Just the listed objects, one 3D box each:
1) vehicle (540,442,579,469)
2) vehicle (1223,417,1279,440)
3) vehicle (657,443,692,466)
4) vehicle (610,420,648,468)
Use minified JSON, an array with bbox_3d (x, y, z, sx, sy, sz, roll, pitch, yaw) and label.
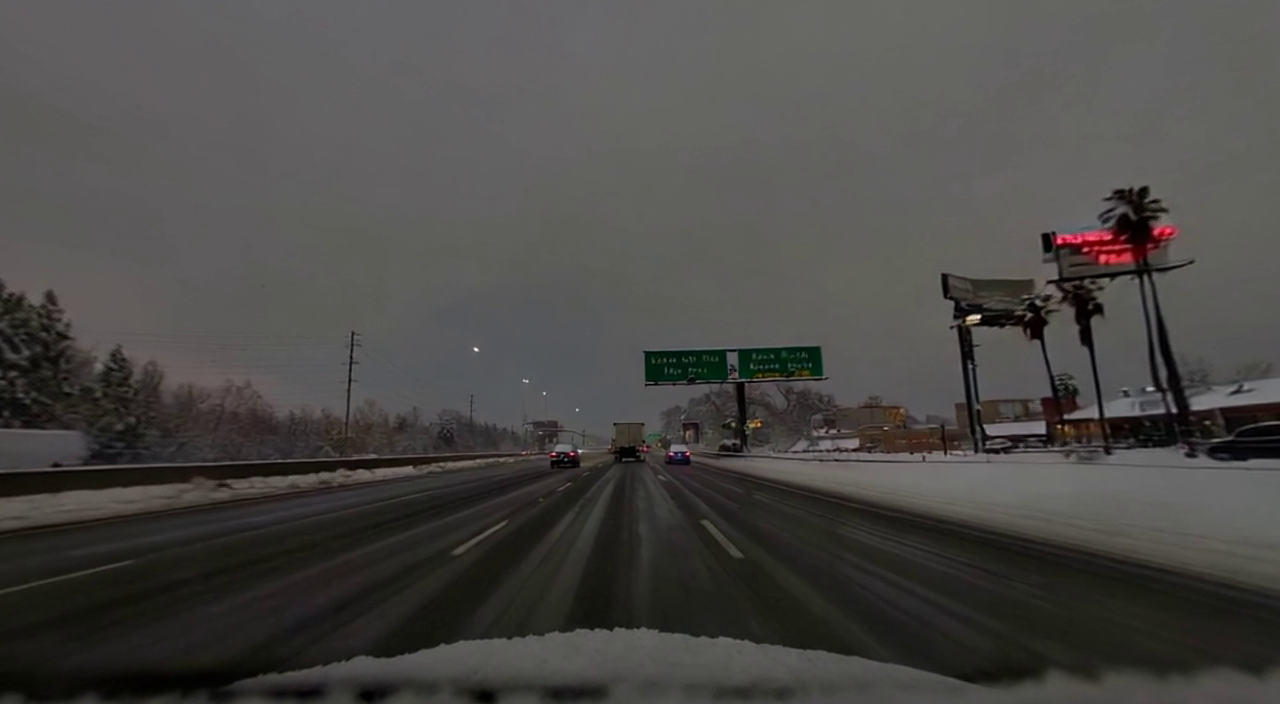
[{"bbox_3d":[-5.152,6.685,40.928,2.021,1.598,4.887,0,-8,-1],"label":"vehicle"},{"bbox_3d":[46.134,5.747,46.928,1.731,1.599,3.847,1,-8,-5],"label":"vehicle"},{"bbox_3d":[2.518,7.572,47.043,2.175,1.598,4.584,0,-8,-3],"label":"vehicle"},{"bbox_3d":[-0.730,6.209,42.675,2.364,2.953,6.495,0,-8,-1],"label":"vehicle"}]
